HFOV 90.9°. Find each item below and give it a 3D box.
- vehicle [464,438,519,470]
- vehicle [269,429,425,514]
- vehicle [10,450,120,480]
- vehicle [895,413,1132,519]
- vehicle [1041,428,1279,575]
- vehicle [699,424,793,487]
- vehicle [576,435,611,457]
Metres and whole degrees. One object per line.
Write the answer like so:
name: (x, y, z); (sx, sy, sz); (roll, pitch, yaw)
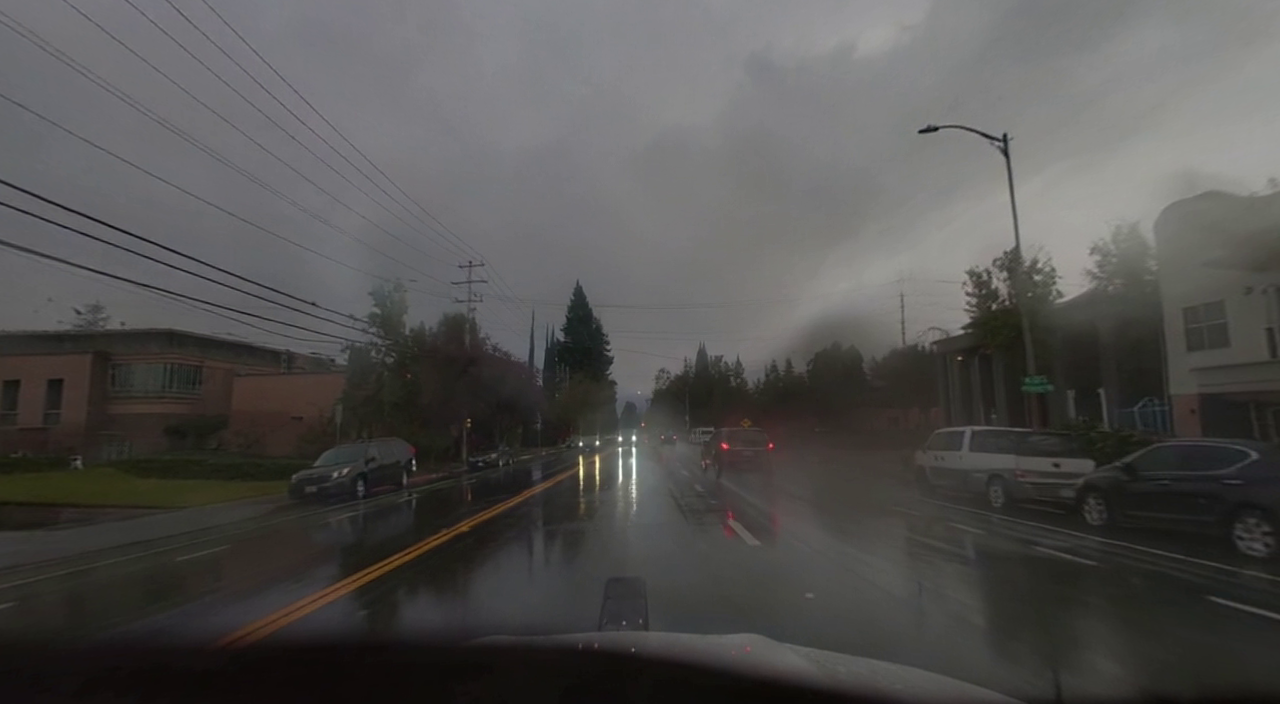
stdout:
vehicle: (-8.906, 6.149, 38.213); (2.228, 1.825, 4.522); (0, -8, -1)
vehicle: (-8.940, 3.595, 19.939); (2.419, 2.087, 5.334); (-3, -6, 0)
vehicle: (-32.005, 6.283, 35.321); (1.746, 1.479, 4.603); (-1, -8, 2)
vehicle: (7.939, 2.473, 14.311); (2.133, 1.911, 5.455); (-1, -8, 2)
vehicle: (7.550, 1.799, 8.070); (1.862, 1.492, 4.571); (2, -8, 0)
vehicle: (3.103, 3.151, 19.531); (2.004, 1.704, 4.573); (0, -8, -1)
vehicle: (-3.485, 7.099, 47.725); (2.054, 1.506, 4.325); (-1, -8, 4)
